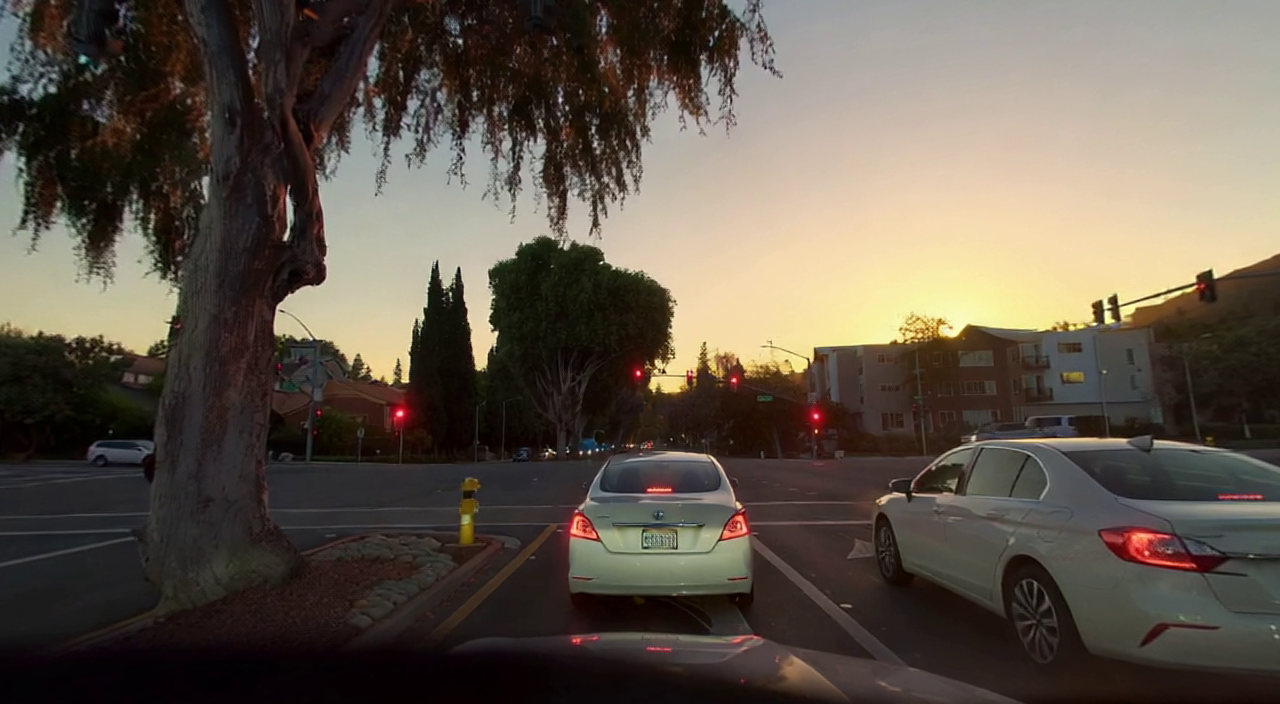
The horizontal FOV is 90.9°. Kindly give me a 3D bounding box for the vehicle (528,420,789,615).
[{"bbox_3d":[0.103,1.565,6.873,2.017,1.485,3.813,0,-8,-1],"label":"vehicle"}]

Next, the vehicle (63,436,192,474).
[{"bbox_3d":[-24.283,4.875,29.992,4.450,1.684,1.894,0,-8,0],"label":"vehicle"}]

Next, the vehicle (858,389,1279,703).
[{"bbox_3d":[3.175,1.123,3.890,1.931,1.493,4.555,0,-8,-1],"label":"vehicle"}]
